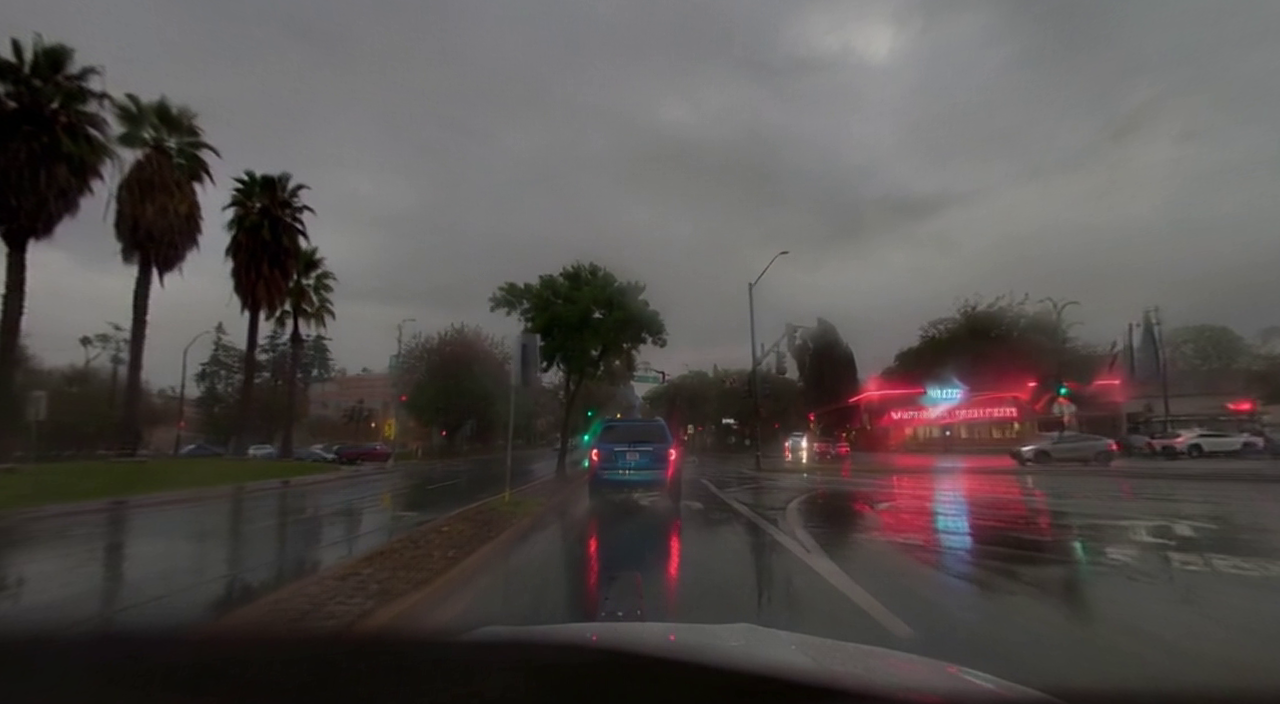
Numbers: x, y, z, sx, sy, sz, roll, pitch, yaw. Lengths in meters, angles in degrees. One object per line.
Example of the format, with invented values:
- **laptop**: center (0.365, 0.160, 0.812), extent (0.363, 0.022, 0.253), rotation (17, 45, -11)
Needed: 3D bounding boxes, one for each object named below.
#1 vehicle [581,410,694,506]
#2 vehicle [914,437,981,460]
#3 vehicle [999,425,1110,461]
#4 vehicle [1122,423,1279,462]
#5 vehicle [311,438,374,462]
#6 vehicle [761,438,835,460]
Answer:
- **vehicle**: center (-0.035, 2.499, 15.206), extent (2.263, 1.932, 4.709), rotation (0, -8, 0)
- **vehicle**: center (20.514, 6.416, 42.124), extent (3.809, 1.435, 1.690), rotation (-5, -10, 31)
- **vehicle**: center (21.761, 4.813, 33.348), extent (4.641, 1.778, 1.958), rotation (-5, -10, 32)
- **vehicle**: center (28.816, 4.714, 32.761), extent (5.809, 1.839, 1.957), rotation (-6, -10, 34)
- **vehicle**: center (-22.247, 7.295, 47.147), extent (4.790, 1.687, 1.969), rotation (-6, -10, 33)
- **vehicle**: center (11.069, 6.778, 44.380), extent (4.665, 1.467, 1.833), rotation (-6, -10, 34)
